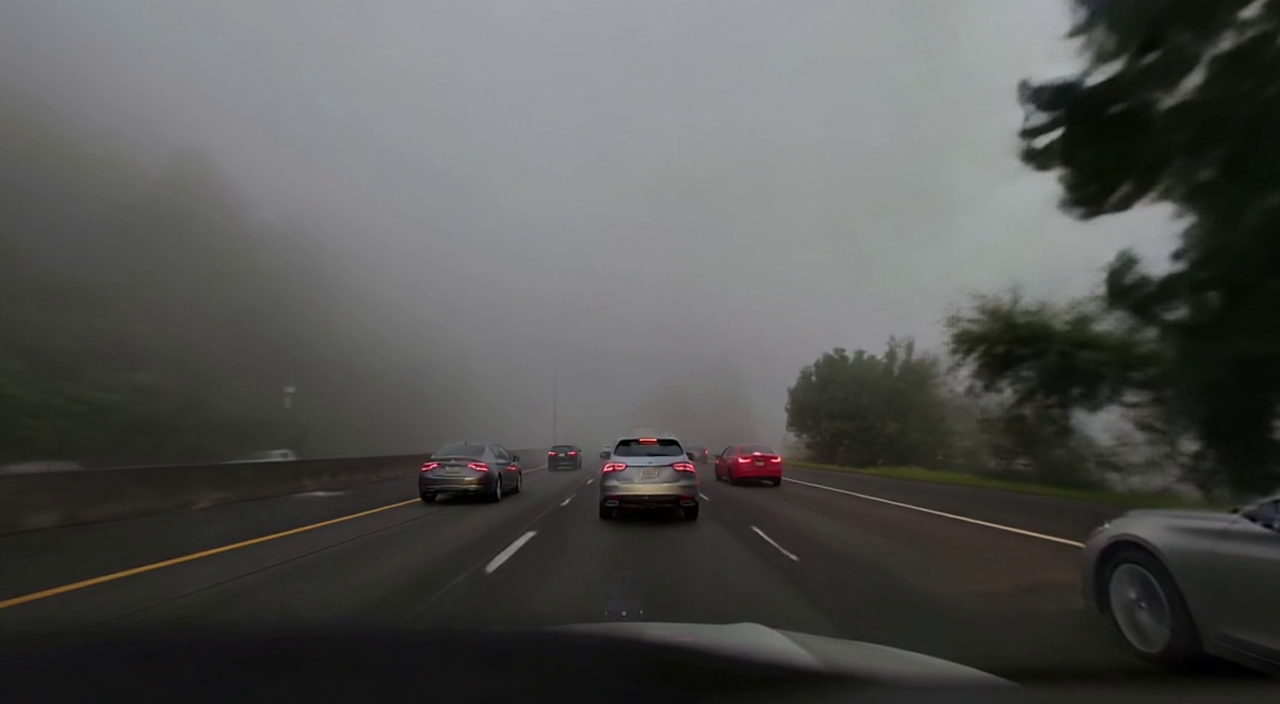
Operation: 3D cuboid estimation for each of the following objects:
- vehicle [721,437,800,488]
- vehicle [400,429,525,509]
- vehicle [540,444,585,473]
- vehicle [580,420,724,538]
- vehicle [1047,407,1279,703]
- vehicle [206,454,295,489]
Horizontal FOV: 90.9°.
[{"bbox_3d":[4.024,3.766,21.714,1.905,1.590,3.746,0,-9,-1],"label":"vehicle"},{"bbox_3d":[-4.161,2.807,15.466,1.890,1.708,3.844,0,-9,0],"label":"vehicle"},{"bbox_3d":[-4.143,5.752,34.109,1.910,1.468,3.781,0,-9,1],"label":"vehicle"},{"bbox_3d":[0.172,2.145,11.133,2.093,1.695,3.782,0,-9,0],"label":"vehicle"},{"bbox_3d":[3.684,0.830,1.849,1.953,1.434,4.511,0,-9,0],"label":"vehicle"},{"bbox_3d":[-20.345,6.233,33.151,1.889,1.694,4.268,0,-9,0],"label":"vehicle"}]
